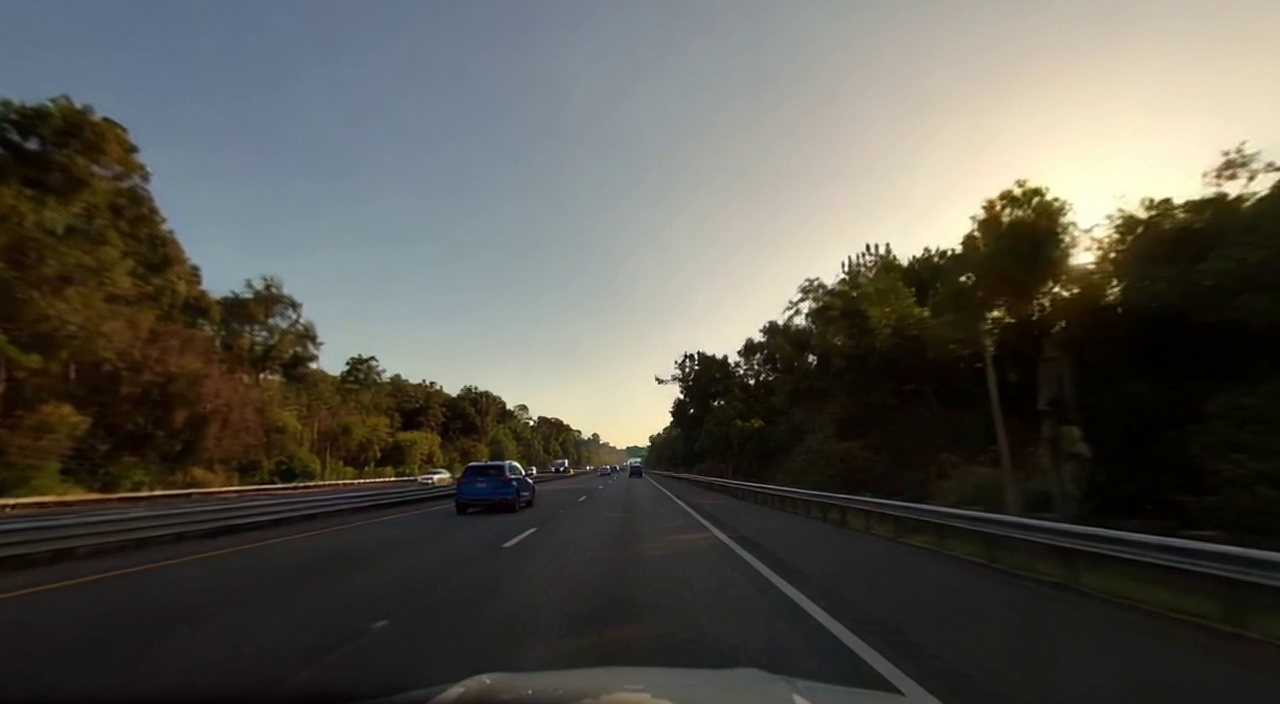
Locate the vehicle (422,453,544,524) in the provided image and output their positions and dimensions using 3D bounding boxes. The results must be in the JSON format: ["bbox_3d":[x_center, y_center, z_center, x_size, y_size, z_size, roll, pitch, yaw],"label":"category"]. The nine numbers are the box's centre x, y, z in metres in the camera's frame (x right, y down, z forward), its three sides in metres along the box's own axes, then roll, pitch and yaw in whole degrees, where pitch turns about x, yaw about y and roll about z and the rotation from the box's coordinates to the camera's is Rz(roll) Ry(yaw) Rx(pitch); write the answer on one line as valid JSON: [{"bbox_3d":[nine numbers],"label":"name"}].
[{"bbox_3d":[-3.788,3.399,16.047,2.017,1.516,4.041,1,-11,0],"label":"vehicle"}]
